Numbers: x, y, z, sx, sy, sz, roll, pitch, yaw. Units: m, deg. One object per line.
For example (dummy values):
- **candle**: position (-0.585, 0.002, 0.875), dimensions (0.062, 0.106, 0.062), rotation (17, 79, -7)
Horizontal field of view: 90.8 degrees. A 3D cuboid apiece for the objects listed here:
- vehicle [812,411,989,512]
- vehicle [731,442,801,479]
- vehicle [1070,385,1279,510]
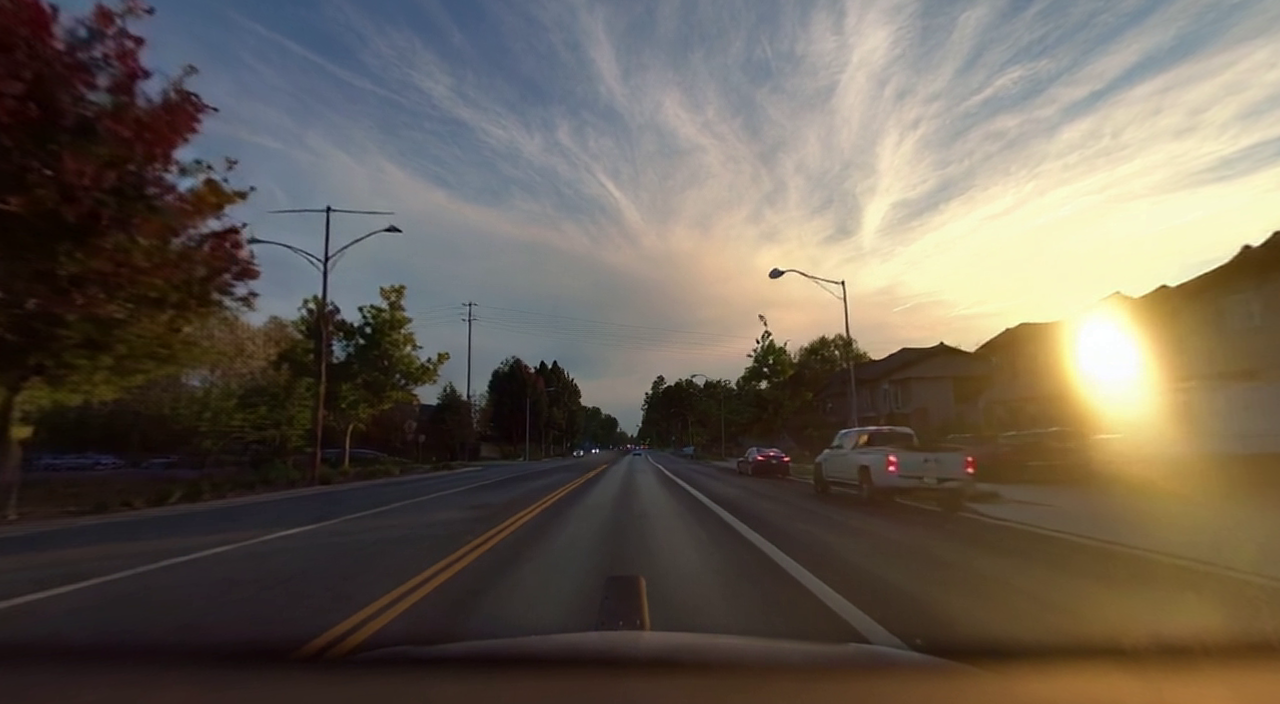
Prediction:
- **vehicle**: position (6.360, 2.775, 16.440), dimensions (2.275, 2.132, 5.726), rotation (0, -8, 2)
- **vehicle**: position (5.978, 5.225, 30.618), dimensions (2.282, 1.566, 4.705), rotation (-1, -9, -1)
- **vehicle**: position (15.767, 2.443, 16.448), dimensions (6.969, 2.929, 2.793), rotation (0, -8, 0)
